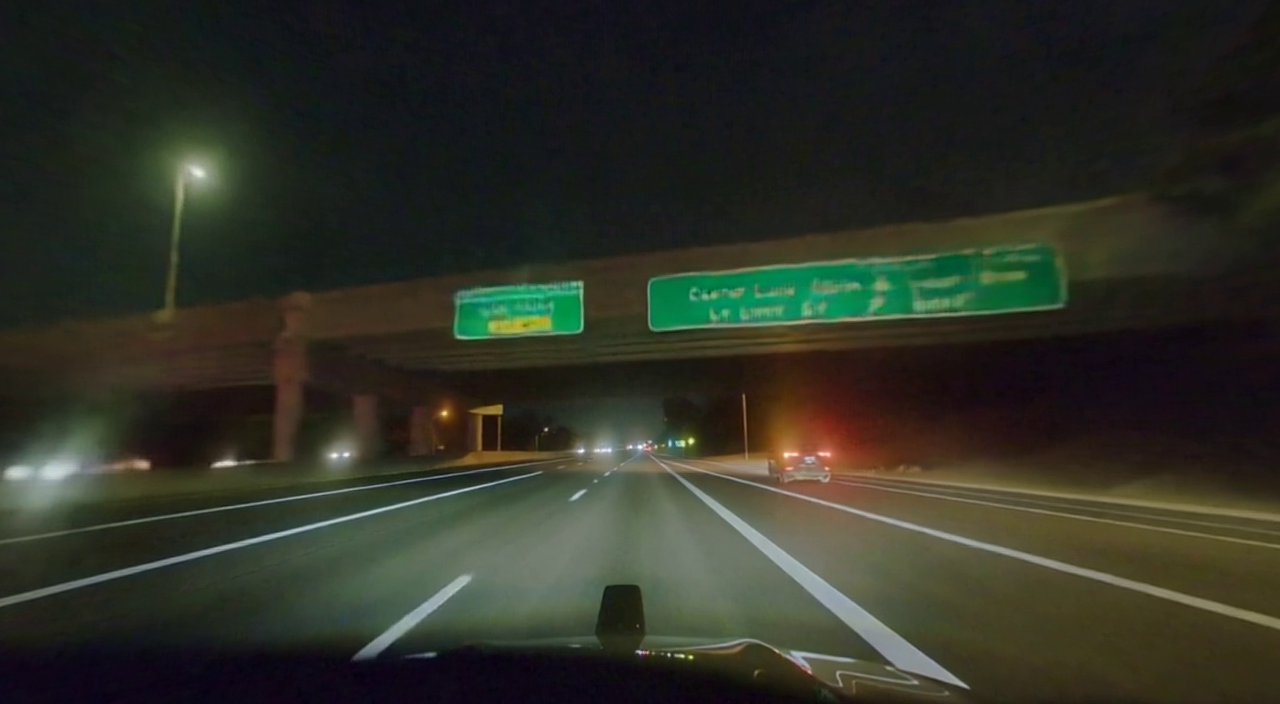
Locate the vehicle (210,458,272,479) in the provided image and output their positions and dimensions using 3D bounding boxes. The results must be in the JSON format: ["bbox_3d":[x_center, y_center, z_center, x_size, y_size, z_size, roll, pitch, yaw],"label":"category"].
[{"bbox_3d":[-31.076,9.061,49.155,1.908,1.519,4.564,0,-9,-1],"label":"vehicle"}]

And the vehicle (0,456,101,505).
[{"bbox_3d":[-21.583,4.366,21.637,1.877,1.533,4.700,0,-9,1],"label":"vehicle"}]
